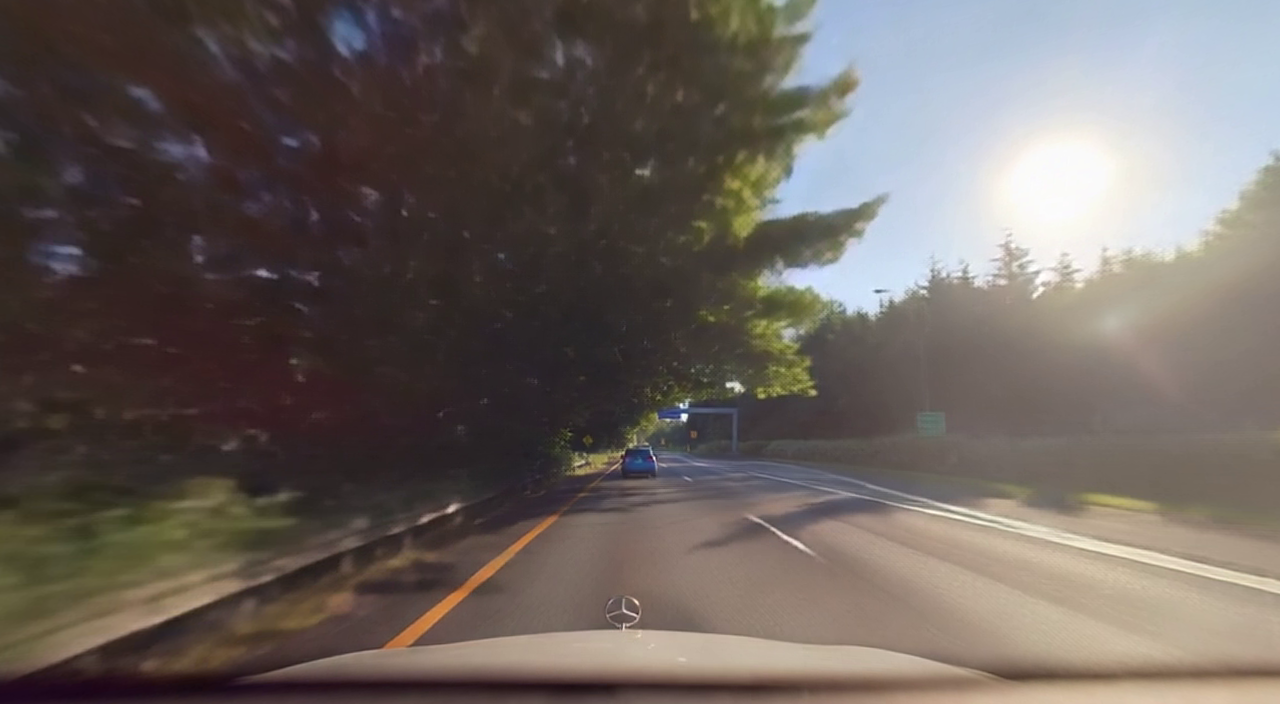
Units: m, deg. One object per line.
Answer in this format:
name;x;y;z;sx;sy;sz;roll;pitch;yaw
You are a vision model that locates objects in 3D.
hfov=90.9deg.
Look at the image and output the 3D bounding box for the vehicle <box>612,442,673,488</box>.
vehicle;0.075;4.147;23.407;2.069;1.523;4.012;0;-9;-1
